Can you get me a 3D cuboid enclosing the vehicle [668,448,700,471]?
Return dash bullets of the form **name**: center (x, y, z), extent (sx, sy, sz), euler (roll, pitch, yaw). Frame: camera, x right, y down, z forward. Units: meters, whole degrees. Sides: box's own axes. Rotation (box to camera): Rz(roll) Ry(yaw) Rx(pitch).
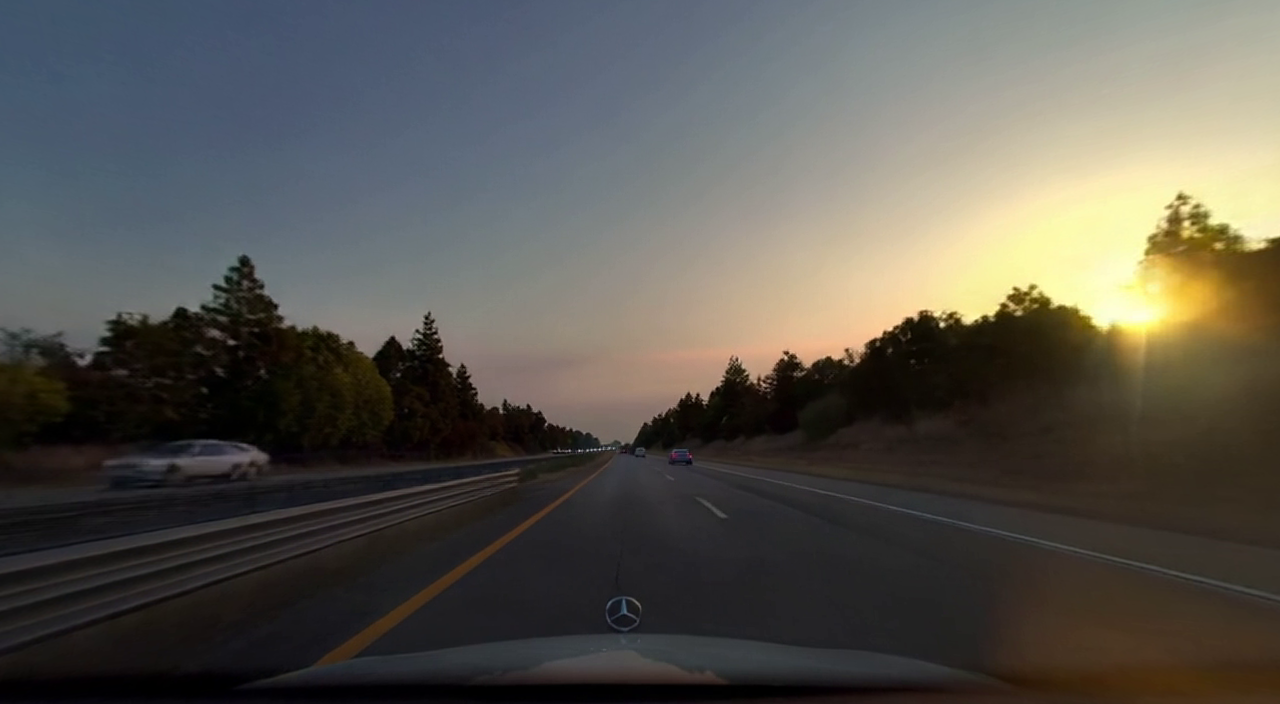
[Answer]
- **vehicle**: center (3.027, 7.525, 44.322), extent (1.870, 1.486, 3.858), euler (0, -9, -2)
